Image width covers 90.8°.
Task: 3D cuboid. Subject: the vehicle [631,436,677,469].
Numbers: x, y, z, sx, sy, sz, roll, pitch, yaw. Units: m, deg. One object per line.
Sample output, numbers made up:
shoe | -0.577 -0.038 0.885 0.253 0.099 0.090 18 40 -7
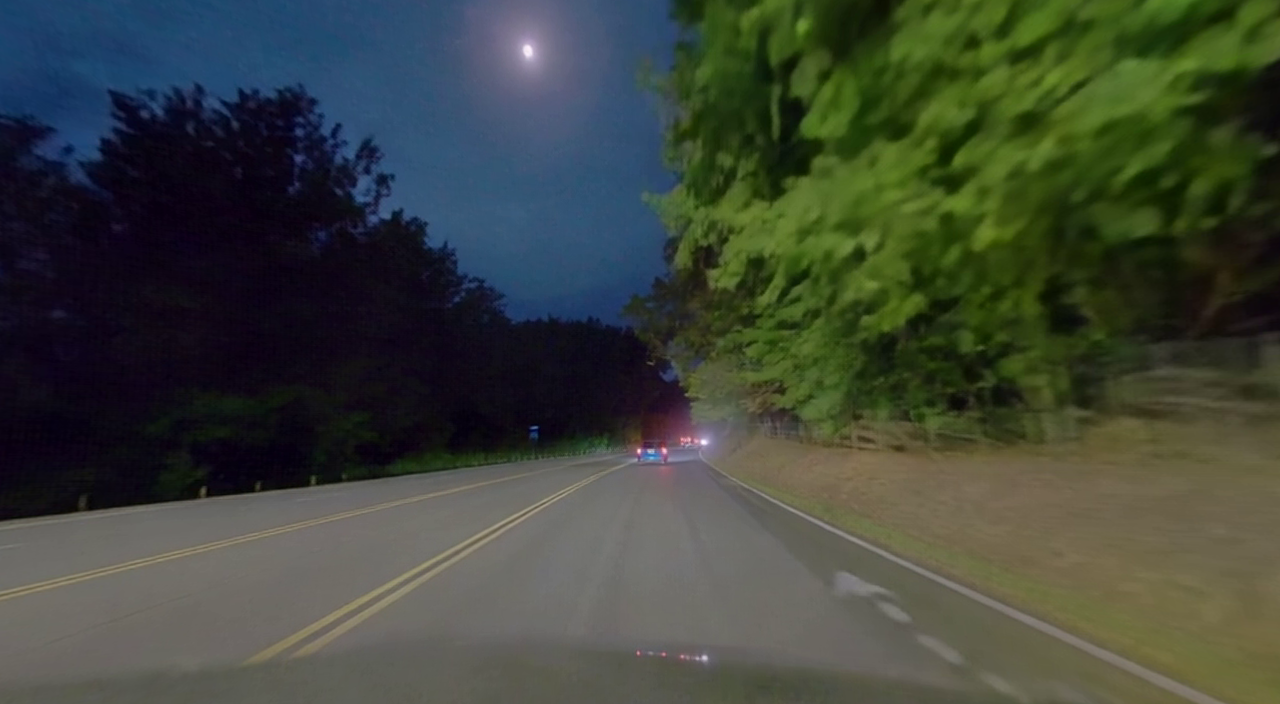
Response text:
vehicle | 0.844 5.520 34.888 2.294 1.708 4.110 -1 -9 5
